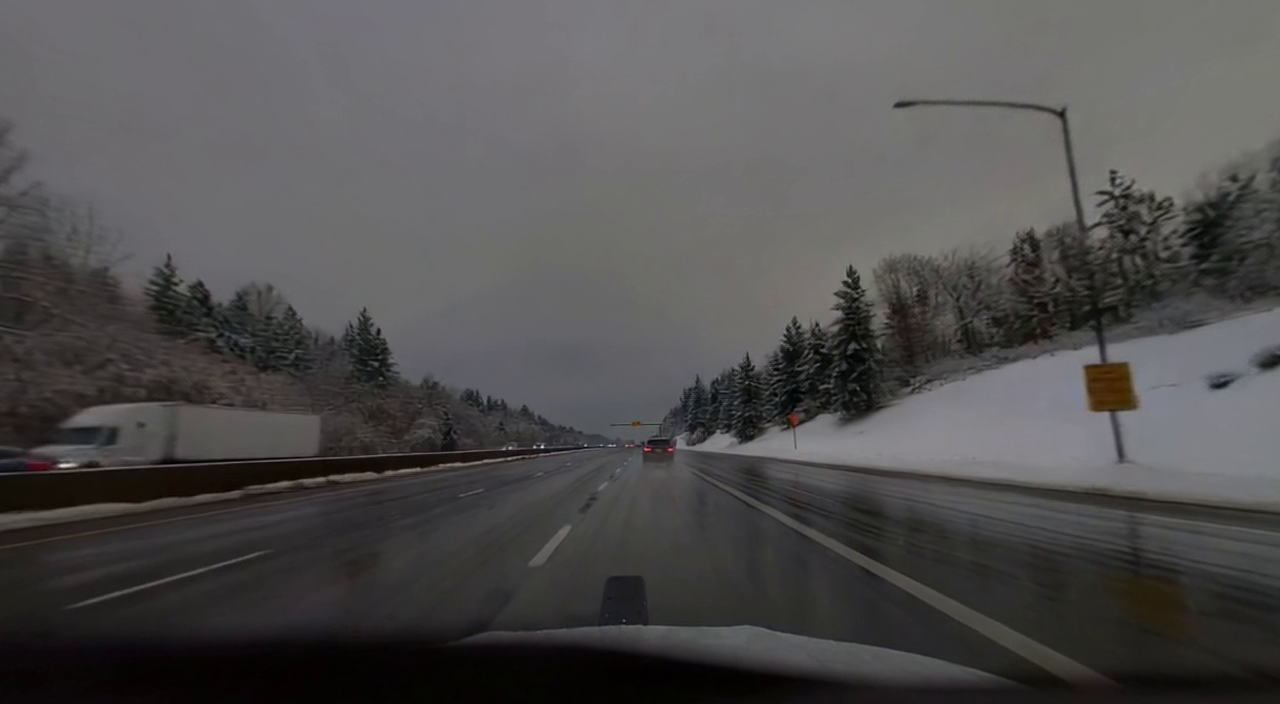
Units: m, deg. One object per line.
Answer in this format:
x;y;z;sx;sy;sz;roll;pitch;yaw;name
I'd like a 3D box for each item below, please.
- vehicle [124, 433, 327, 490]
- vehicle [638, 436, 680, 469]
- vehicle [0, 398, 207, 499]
-24.957;6.700;39.770;2.832;2.907;14.577;0;-8;1;vehicle
1.018;5.768;36.370;2.260;1.766;4.348;0;-8;0;vehicle
-25.071;4.488;29.630;3.029;4.038;8.668;0;-8;1;vehicle
